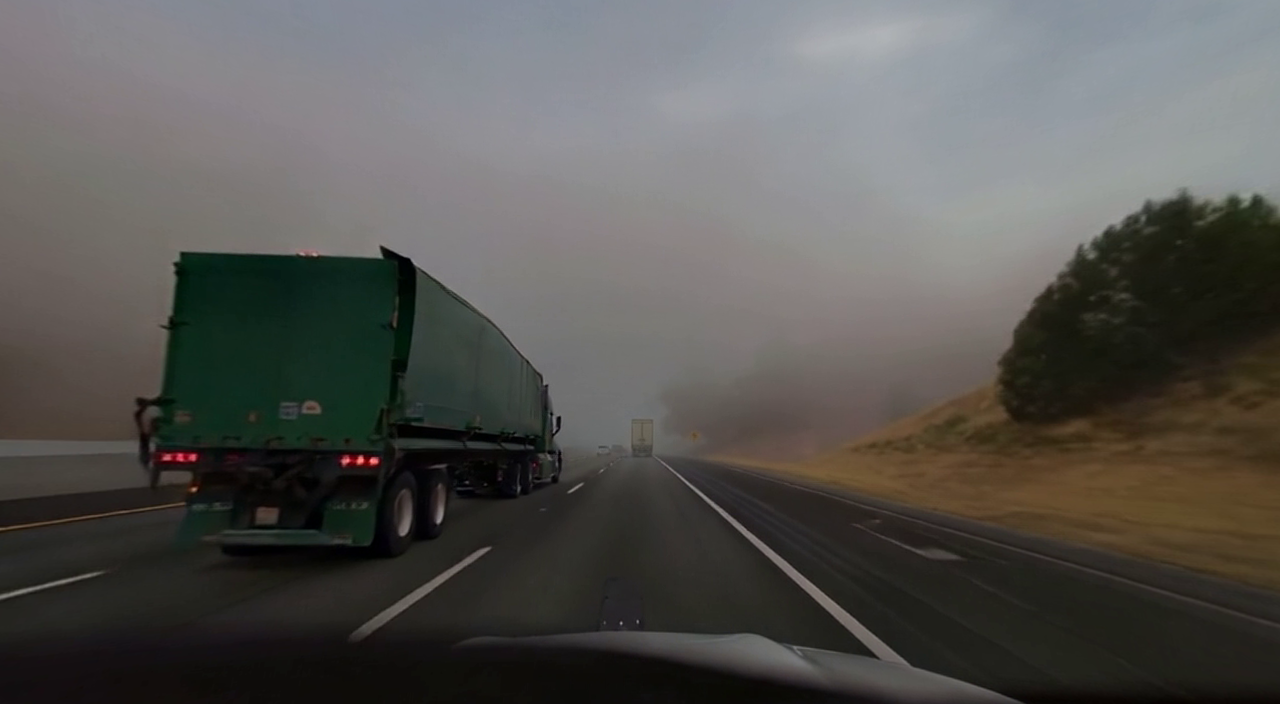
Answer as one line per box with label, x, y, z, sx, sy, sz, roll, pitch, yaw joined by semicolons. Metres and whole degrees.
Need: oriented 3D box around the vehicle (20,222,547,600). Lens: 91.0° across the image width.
vehicle;-3.804;1.266;10.875;2.789;3.271;10.894;1;-9;0
